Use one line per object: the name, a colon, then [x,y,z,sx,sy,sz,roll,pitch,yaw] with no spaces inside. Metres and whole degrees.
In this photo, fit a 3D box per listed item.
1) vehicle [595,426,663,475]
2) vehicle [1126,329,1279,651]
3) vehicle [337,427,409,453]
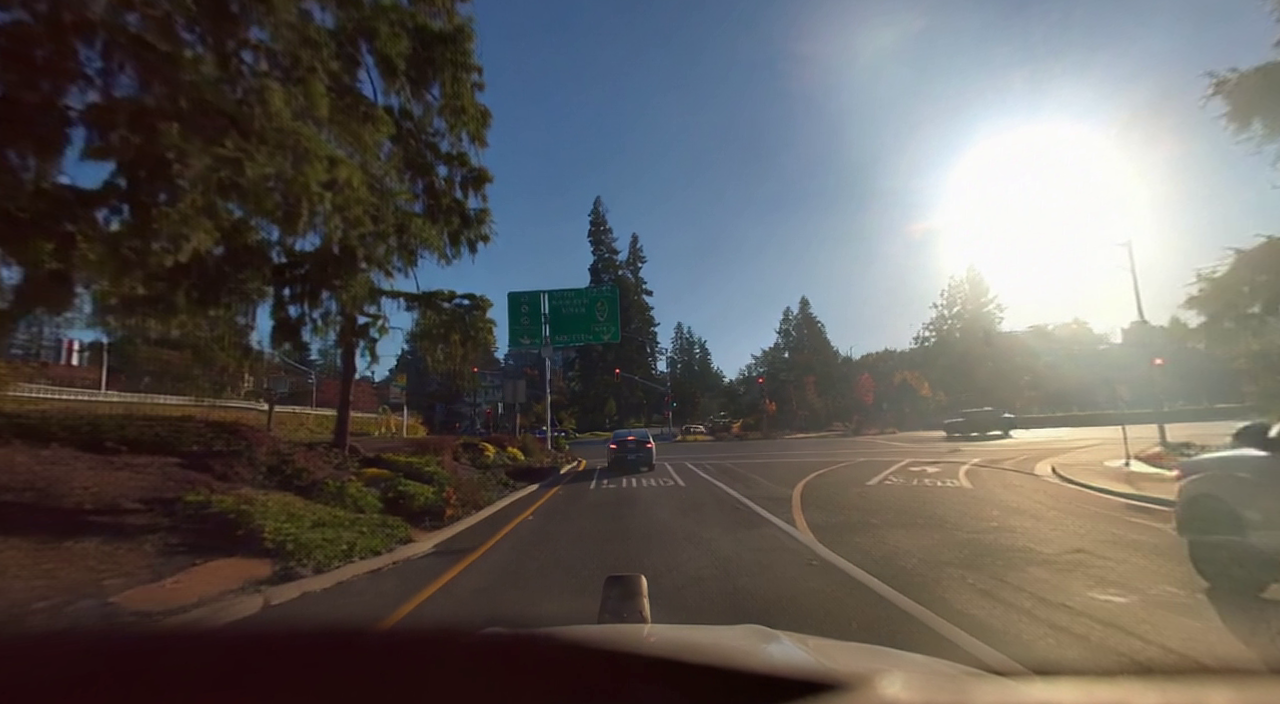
vehicle: [-0.362,3.299,21.388,2.056,1.473,4.380,0,-8,-1]
vehicle: [4.664,0.609,2.278,2.084,1.870,5.068,-1,-8,5]
vehicle: [-18.574,6.146,44.025,4.200,1.639,1.844,-1,-8,-1]
